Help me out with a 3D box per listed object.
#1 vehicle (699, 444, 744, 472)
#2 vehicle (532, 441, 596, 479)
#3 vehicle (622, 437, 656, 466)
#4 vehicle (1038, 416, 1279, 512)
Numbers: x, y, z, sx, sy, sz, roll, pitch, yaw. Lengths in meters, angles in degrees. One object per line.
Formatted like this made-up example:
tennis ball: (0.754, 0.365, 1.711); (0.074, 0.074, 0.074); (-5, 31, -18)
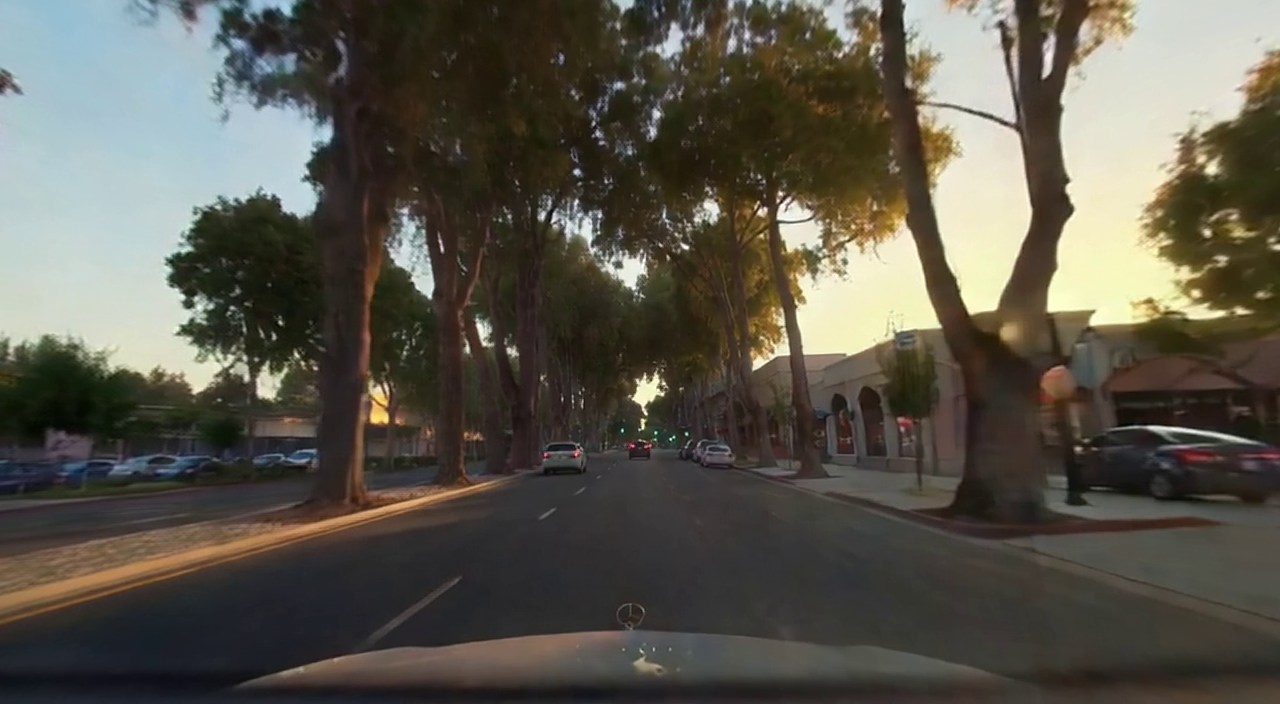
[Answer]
vehicle: (4.494, 5.887, 35.346); (1.896, 1.451, 4.329); (0, -8, 0)
vehicle: (-3.227, 4.683, 27.637); (2.151, 1.484, 4.468); (0, -8, 1)
vehicle: (-0.084, 6.492, 41.138); (2.075, 1.770, 4.018); (0, -8, 0)
vehicle: (10.134, 2.081, 12.159); (1.998, 1.494, 4.411); (0, -8, -1)
